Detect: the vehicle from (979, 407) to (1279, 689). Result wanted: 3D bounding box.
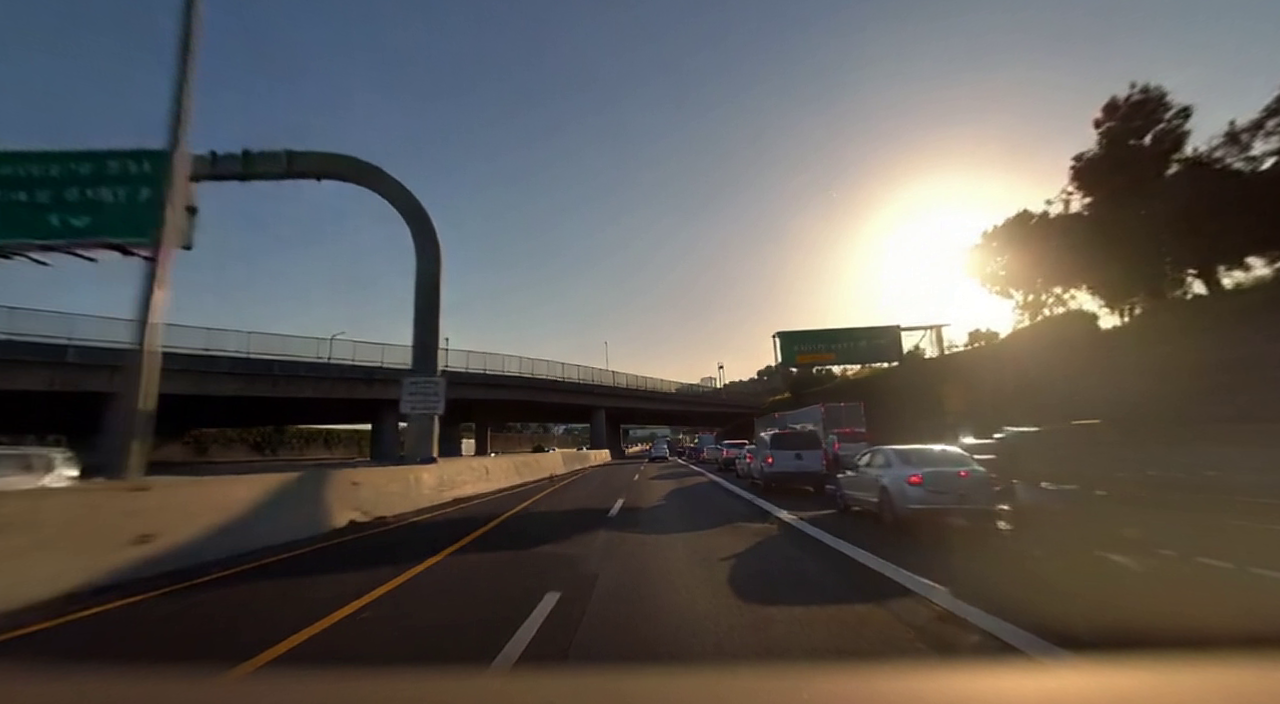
[{"bbox_3d":[4.451,1.121,3.886,2.065,1.487,4.972,0,-9,1],"label":"vehicle"}]

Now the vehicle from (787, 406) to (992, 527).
[{"bbox_3d":[4.656,2.247,12.869,2.191,1.963,5.001,0,-9,1],"label":"vehicle"}]
